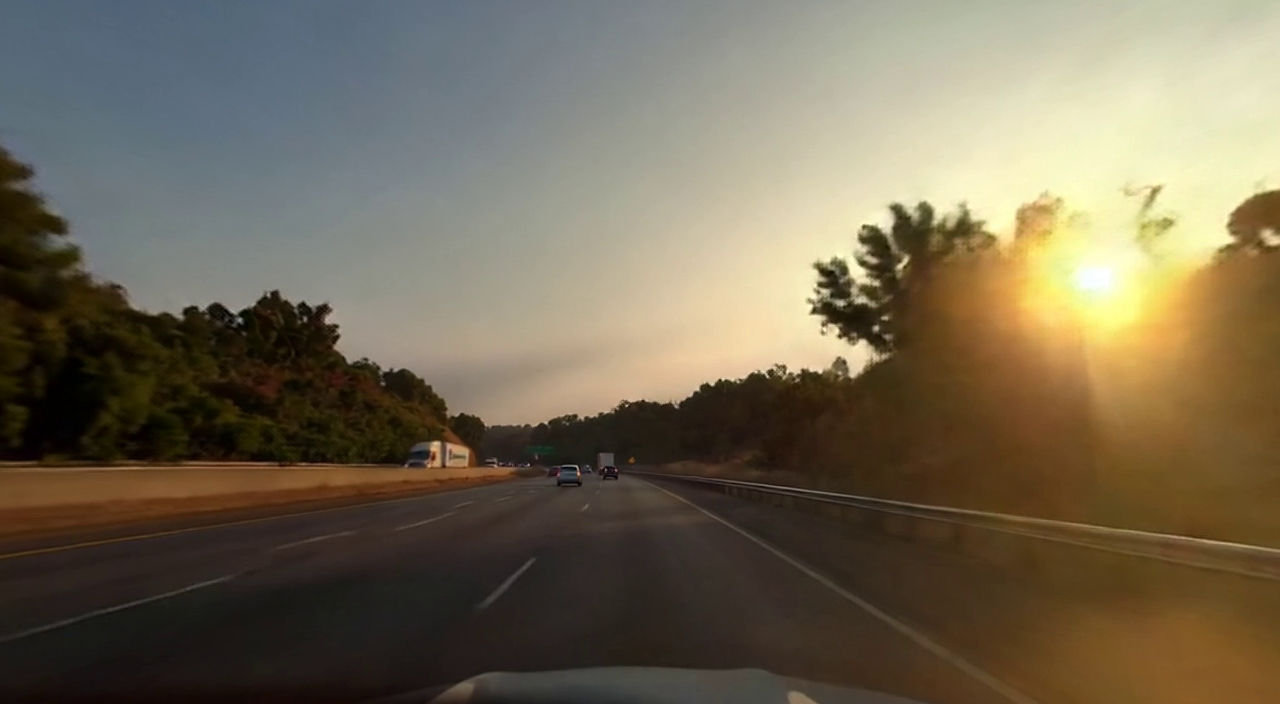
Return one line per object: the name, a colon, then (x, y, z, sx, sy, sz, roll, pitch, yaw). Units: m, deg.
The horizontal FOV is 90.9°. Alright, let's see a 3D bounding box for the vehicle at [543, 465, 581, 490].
vehicle: (-5.149, 8.384, 42.354, 2.115, 1.546, 4.638, 1, -10, -2)
